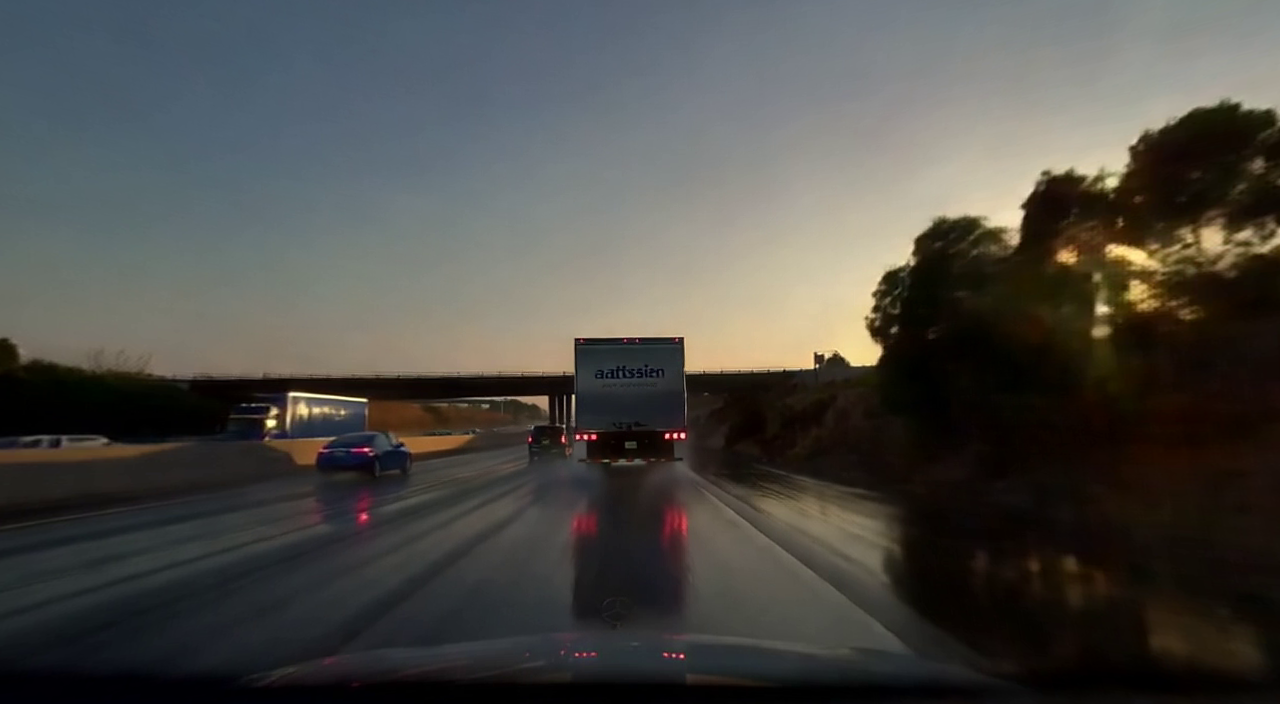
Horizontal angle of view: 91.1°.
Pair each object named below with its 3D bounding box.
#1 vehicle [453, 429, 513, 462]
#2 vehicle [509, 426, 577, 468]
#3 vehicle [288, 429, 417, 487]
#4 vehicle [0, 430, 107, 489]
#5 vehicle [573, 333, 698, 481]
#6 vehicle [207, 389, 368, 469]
[{"bbox_3d":[-8.041,4.836,32.610,1.981,1.574,4.561,0,-8,0],"label":"vehicle"},{"bbox_3d":[-4.159,4.156,27.832,2.168,1.671,4.888,0,-8,1],"label":"vehicle"},{"bbox_3d":[-8.266,3.058,18.556,1.940,1.488,3.976,0,-8,0],"label":"vehicle"},{"bbox_3d":[-23.391,3.971,23.518,2.265,2.029,5.280,0,-8,-1],"label":"vehicle"},{"bbox_3d":[-0.189,2.215,22.827,3.442,4.106,10.719,0,-8,-1],"label":"vehicle"},{"bbox_3d":[-19.789,4.530,36.553,3.034,3.950,10.763,0,-8,0],"label":"vehicle"}]
